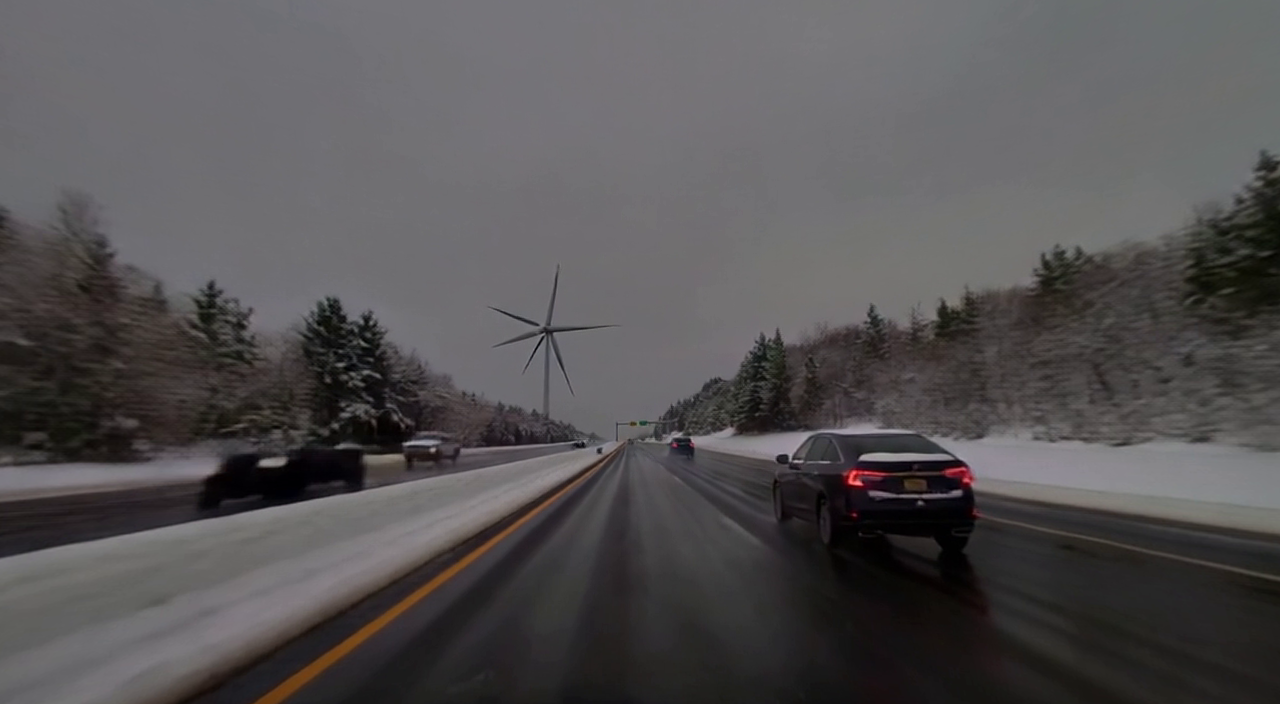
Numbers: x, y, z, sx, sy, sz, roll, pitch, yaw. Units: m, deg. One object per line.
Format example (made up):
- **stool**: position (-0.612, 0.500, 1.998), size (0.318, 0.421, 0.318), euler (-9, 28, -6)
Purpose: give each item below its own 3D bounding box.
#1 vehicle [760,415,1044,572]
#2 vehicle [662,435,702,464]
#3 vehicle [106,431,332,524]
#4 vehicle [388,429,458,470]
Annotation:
- **vehicle**: position (3.183, 1.775, 8.826), size (2.038, 1.624, 4.312), euler (0, -8, -1)
- **vehicle**: position (2.561, 6.003, 39.119), size (2.066, 1.661, 4.500), euler (0, -8, -2)
- **vehicle**: position (-8.892, 2.616, 13.855), size (2.043, 1.693, 4.213), euler (-1, -8, 0)
- **vehicle**: position (-13.220, 5.950, 38.758), size (2.163, 2.290, 6.107), euler (0, -8, 0)
